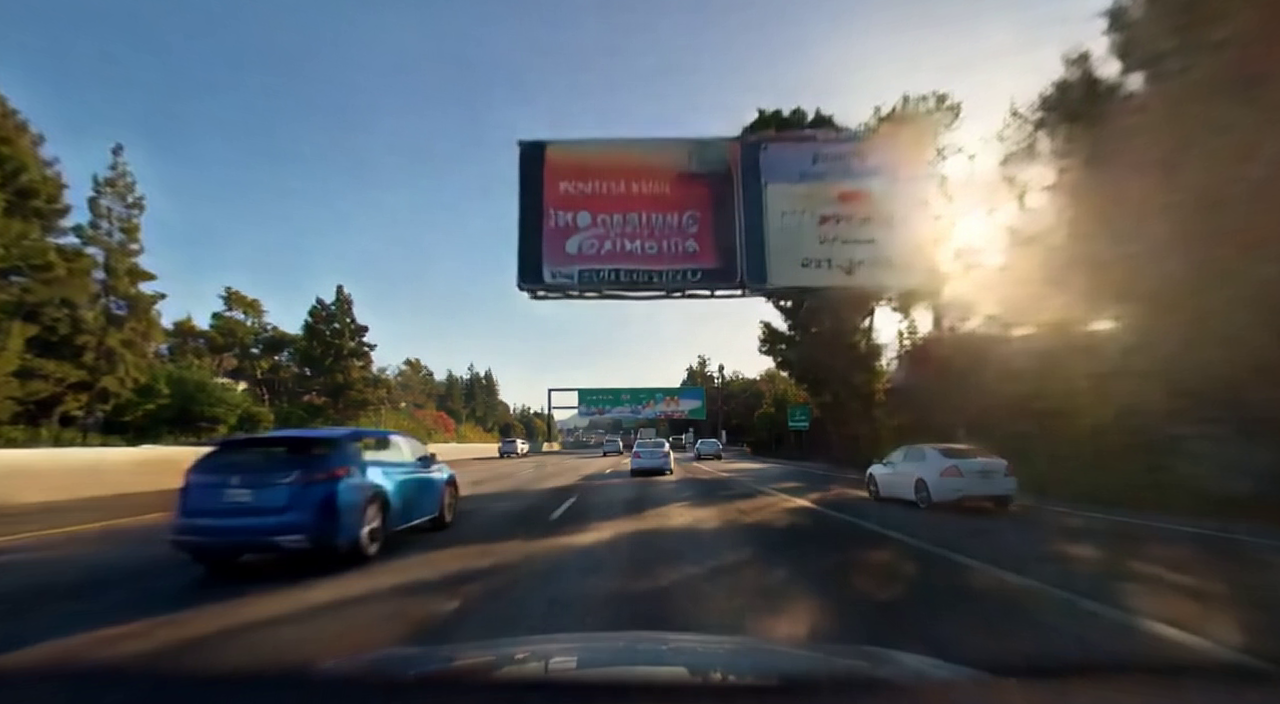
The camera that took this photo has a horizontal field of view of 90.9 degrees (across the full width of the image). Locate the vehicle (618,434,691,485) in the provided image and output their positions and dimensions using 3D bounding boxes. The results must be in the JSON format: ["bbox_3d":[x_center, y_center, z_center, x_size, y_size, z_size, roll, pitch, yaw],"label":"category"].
[{"bbox_3d":[0.414,3.438,20.427,2.113,1.464,4.073,0,-8,0],"label":"vehicle"}]

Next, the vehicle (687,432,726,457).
[{"bbox_3d":[4.803,6.805,46.437,2.261,1.781,4.709,0,-8,-1],"label":"vehicle"}]

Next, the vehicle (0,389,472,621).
[{"bbox_3d":[-3.561,1.422,6.964,1.927,1.586,5.142,0,-8,1],"label":"vehicle"}]

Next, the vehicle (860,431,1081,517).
[{"bbox_3d":[6.337,2.374,12.839,2.030,1.442,4.358,0,-8,-2],"label":"vehicle"}]
